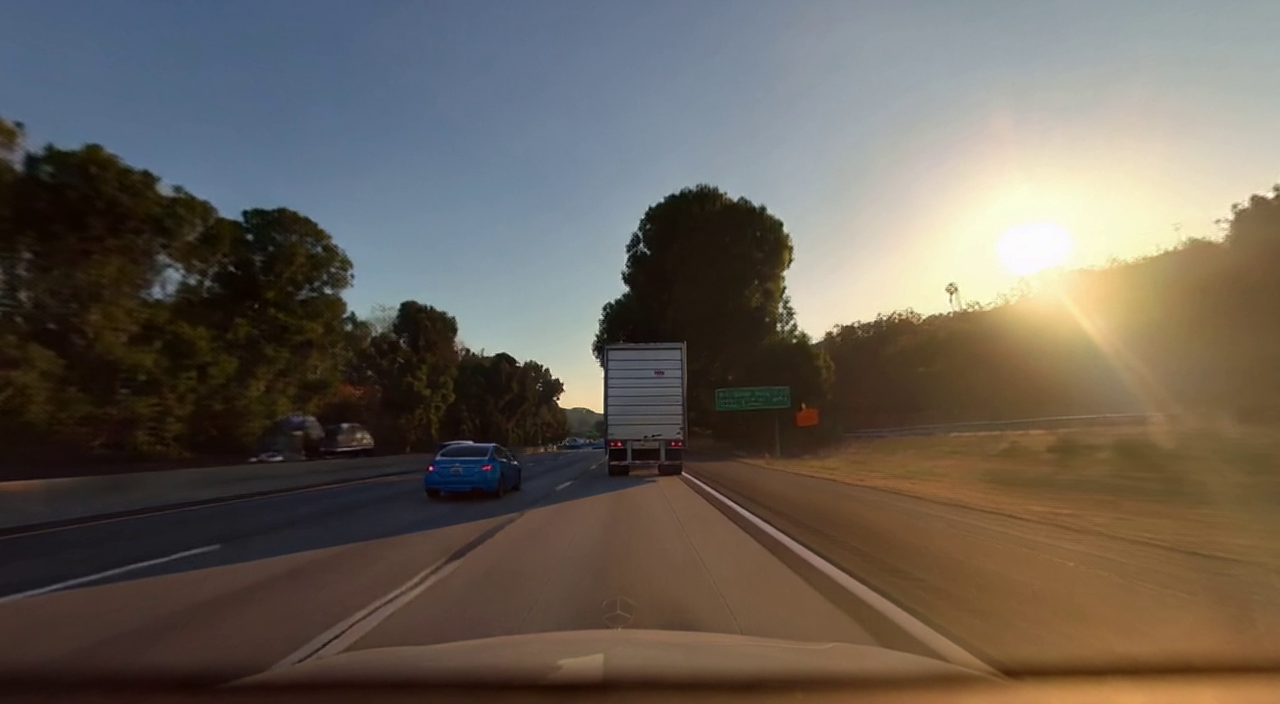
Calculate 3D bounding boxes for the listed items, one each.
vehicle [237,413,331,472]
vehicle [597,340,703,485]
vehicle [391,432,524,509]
[{"bbox_3d":[-24.645,6.319,43.997,2.965,3.823,5.994,0,-8,-1],"label":"vehicle"},{"bbox_3d":[0.165,2.481,23.591,3.073,4.196,10.546,0,-8,-1],"label":"vehicle"},{"bbox_3d":[-4.068,2.690,14.802,1.854,1.530,4.268,0,-8,0],"label":"vehicle"}]
